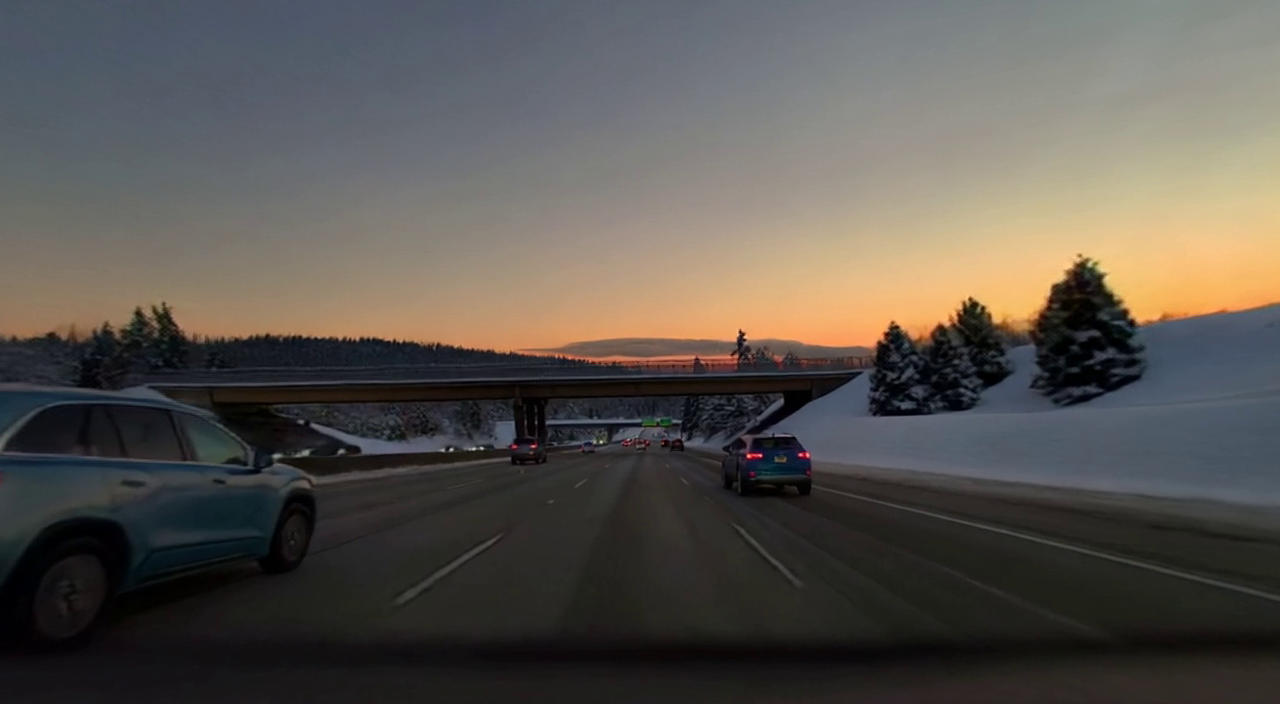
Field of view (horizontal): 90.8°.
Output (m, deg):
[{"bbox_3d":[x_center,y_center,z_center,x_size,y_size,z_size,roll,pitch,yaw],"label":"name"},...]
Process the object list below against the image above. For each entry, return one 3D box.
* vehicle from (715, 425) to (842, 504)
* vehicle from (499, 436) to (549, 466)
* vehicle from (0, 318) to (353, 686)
[{"bbox_3d":[3.376,2.858,16.432,2.185,1.749,4.477,0,-8,-1],"label":"vehicle"},{"bbox_3d":[-7.437,6.390,40.927,2.193,1.818,4.995,0,-8,1],"label":"vehicle"},{"bbox_3d":[-4.311,1.007,4.825,2.018,1.872,4.728,0,-8,0],"label":"vehicle"}]
